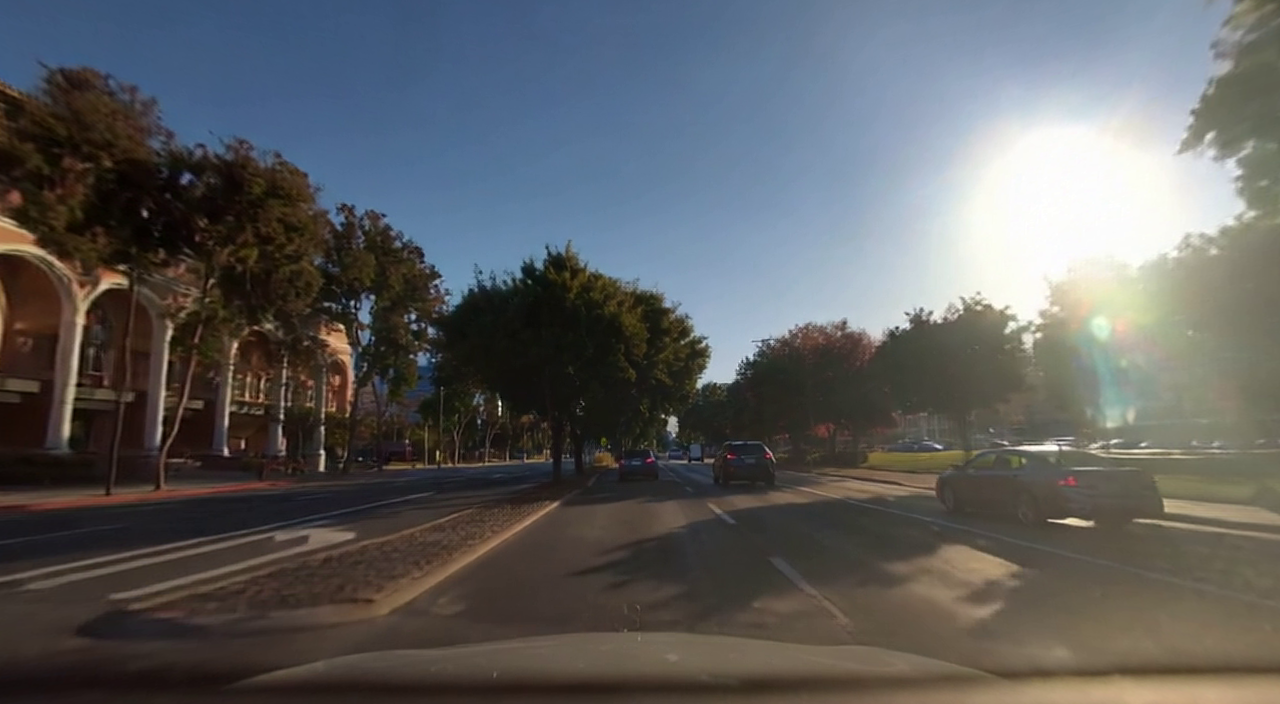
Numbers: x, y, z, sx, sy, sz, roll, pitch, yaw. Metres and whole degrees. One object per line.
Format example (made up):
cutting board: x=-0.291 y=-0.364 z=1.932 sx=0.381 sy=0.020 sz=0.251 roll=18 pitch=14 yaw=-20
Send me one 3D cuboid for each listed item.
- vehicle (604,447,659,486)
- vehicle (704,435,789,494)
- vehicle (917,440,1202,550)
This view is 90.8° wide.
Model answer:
vehicle: x=-0.348 y=4.617 z=25.921 sx=2.054 sy=1.446 sz=3.969 roll=0 pitch=-9 yaw=-1
vehicle: x=3.466 y=3.757 z=21.420 sx=2.036 sy=1.757 sz=4.300 roll=0 pitch=-9 yaw=-1
vehicle: x=6.705 y=2.279 z=10.841 sx=1.868 sy=1.472 sz=4.274 roll=0 pitch=-9 yaw=-1
